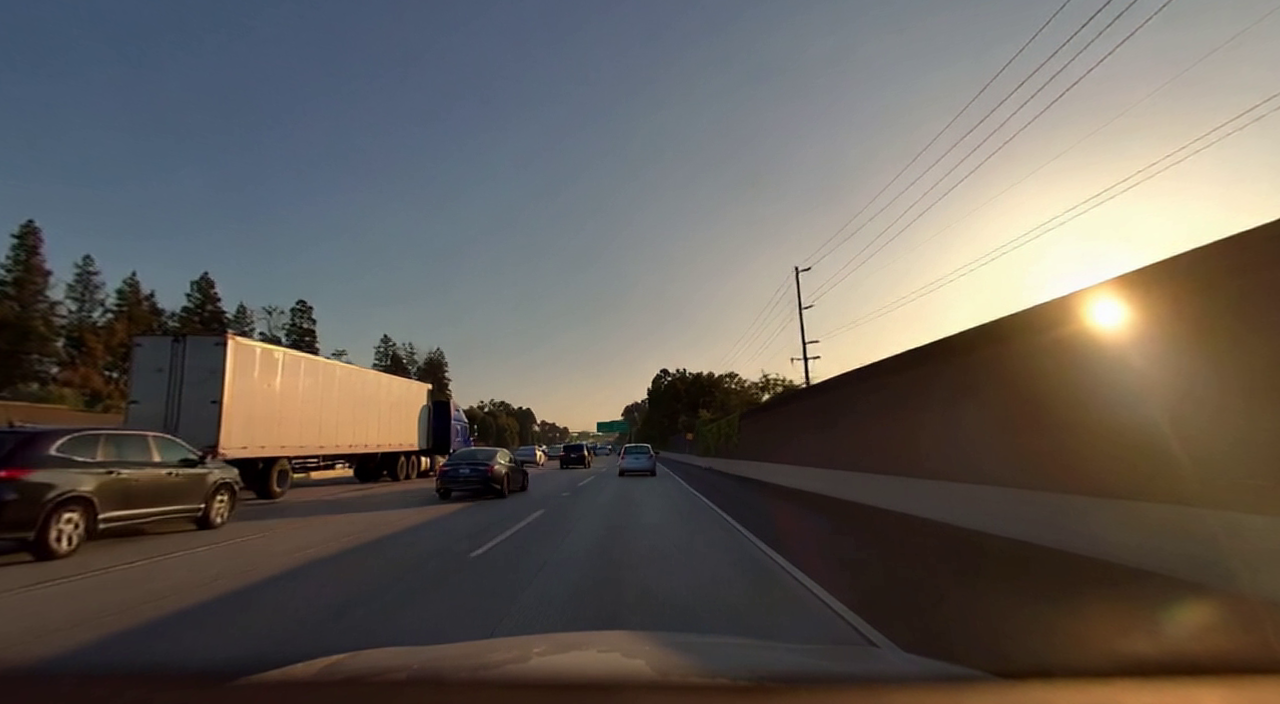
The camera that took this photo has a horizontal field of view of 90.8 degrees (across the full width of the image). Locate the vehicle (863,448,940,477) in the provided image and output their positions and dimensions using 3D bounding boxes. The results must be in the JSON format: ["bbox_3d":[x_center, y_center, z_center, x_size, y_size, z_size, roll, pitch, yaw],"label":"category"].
[{"bbox_3d":[14.093,5.965,34.395,2.027,1.478,4.849,0,-9,-1],"label":"vehicle"}]

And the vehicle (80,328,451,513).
[{"bbox_3d":[-10.647,2.710,22.139,2.892,4.073,16.528,0,-9,0],"label":"vehicle"}]

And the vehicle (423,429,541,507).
[{"bbox_3d":[-3.864,2.912,16.302,1.923,1.716,4.289,0,-9,0],"label":"vehicle"}]

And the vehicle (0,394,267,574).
[{"bbox_3d":[-7.593,1.658,8.459,2.054,1.825,5.072,0,-9,0],"label":"vehicle"}]

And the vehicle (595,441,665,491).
[{"bbox_3d":[-0.321,3.726,20.900,2.089,1.477,3.818,0,-9,-1],"label":"vehicle"}]

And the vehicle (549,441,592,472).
[{"bbox_3d":[-4.062,6.194,37.667,1.976,1.705,4.176,0,-9,1],"label":"vehicle"}]
